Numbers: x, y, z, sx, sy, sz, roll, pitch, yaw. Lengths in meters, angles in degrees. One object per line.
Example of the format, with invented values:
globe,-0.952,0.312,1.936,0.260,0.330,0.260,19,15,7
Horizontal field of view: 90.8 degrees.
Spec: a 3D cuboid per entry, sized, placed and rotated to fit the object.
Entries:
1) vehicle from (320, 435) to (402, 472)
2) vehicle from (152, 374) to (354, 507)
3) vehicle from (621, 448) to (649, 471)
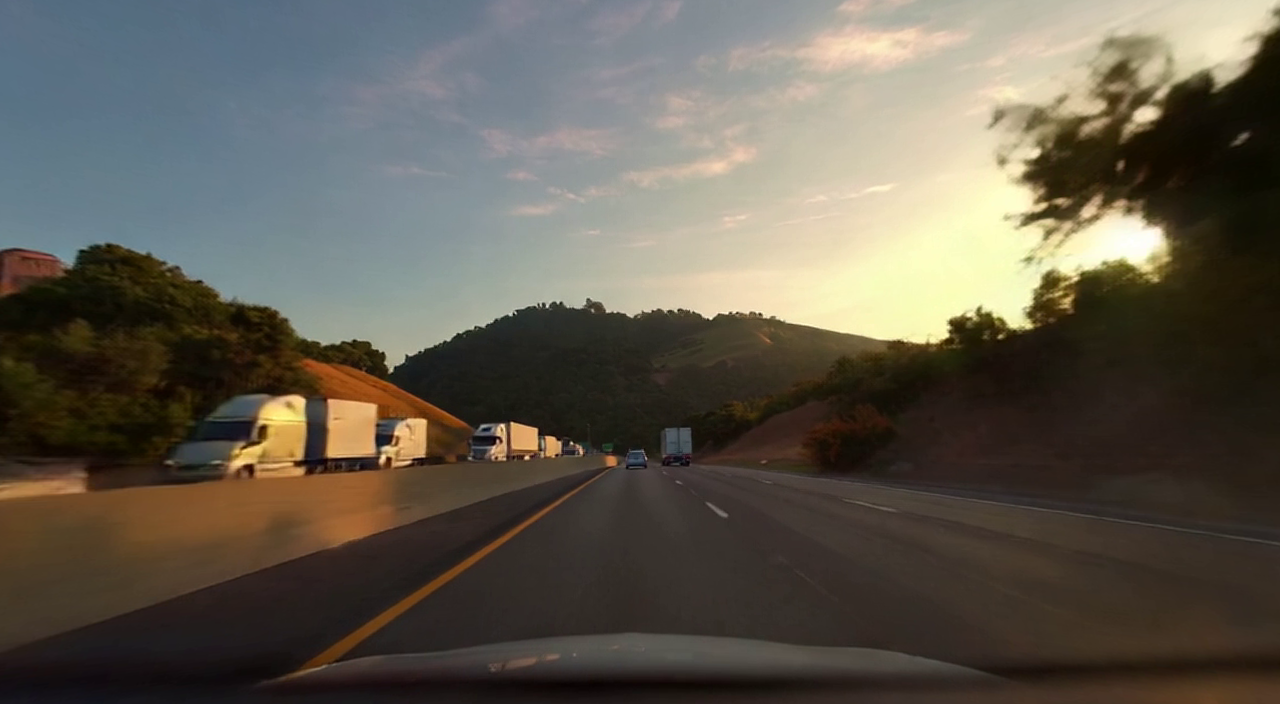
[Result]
vehicle,-12.684,4.652,28.971,2.082,1.570,3.684,0,-9,0
vehicle,-12.752,3.048,21.627,2.948,3.877,6.066,0,-9,-1
vehicle,-0.410,8.456,49.886,2.137,1.689,4.051,0,-9,-1
